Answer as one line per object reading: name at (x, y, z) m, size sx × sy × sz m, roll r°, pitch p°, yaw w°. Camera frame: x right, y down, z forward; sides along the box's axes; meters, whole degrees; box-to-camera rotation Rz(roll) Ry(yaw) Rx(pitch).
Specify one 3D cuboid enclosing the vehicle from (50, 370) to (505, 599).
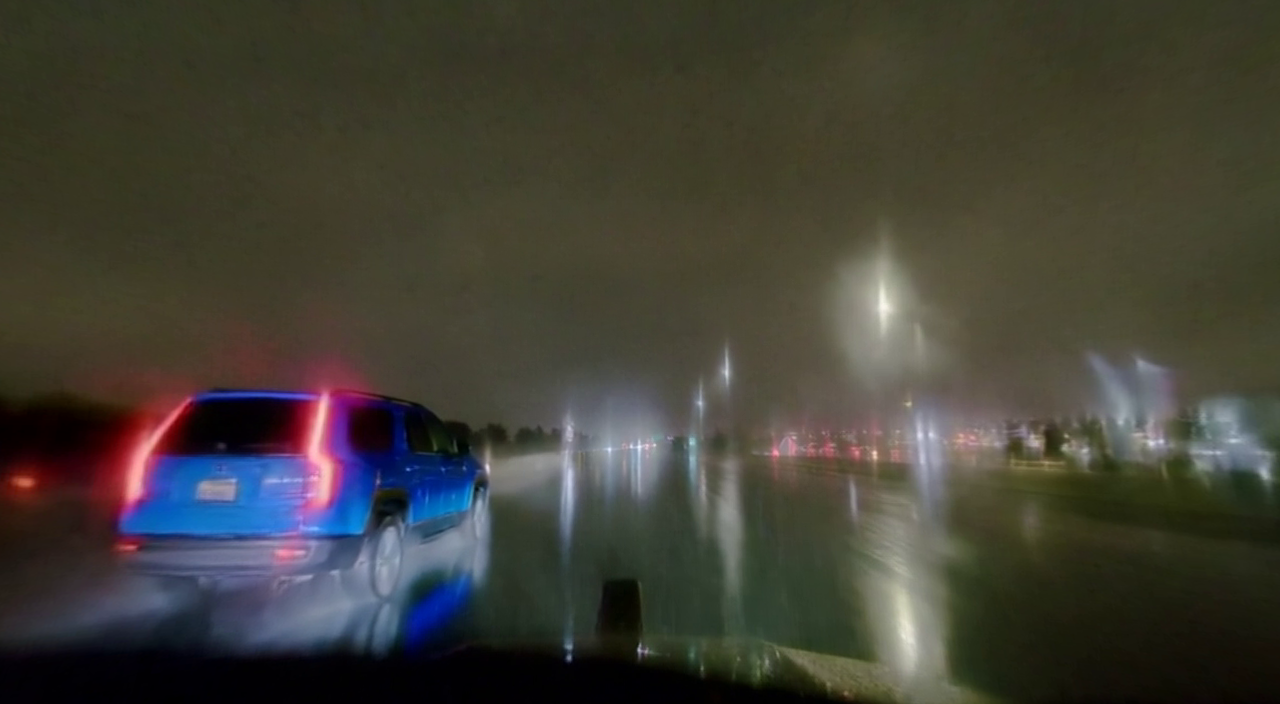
vehicle at (-3.687, 1.538, 8.258) m, size 2.431 × 1.928 × 5.760 m, roll 0°, pitch -9°, yaw 1°
